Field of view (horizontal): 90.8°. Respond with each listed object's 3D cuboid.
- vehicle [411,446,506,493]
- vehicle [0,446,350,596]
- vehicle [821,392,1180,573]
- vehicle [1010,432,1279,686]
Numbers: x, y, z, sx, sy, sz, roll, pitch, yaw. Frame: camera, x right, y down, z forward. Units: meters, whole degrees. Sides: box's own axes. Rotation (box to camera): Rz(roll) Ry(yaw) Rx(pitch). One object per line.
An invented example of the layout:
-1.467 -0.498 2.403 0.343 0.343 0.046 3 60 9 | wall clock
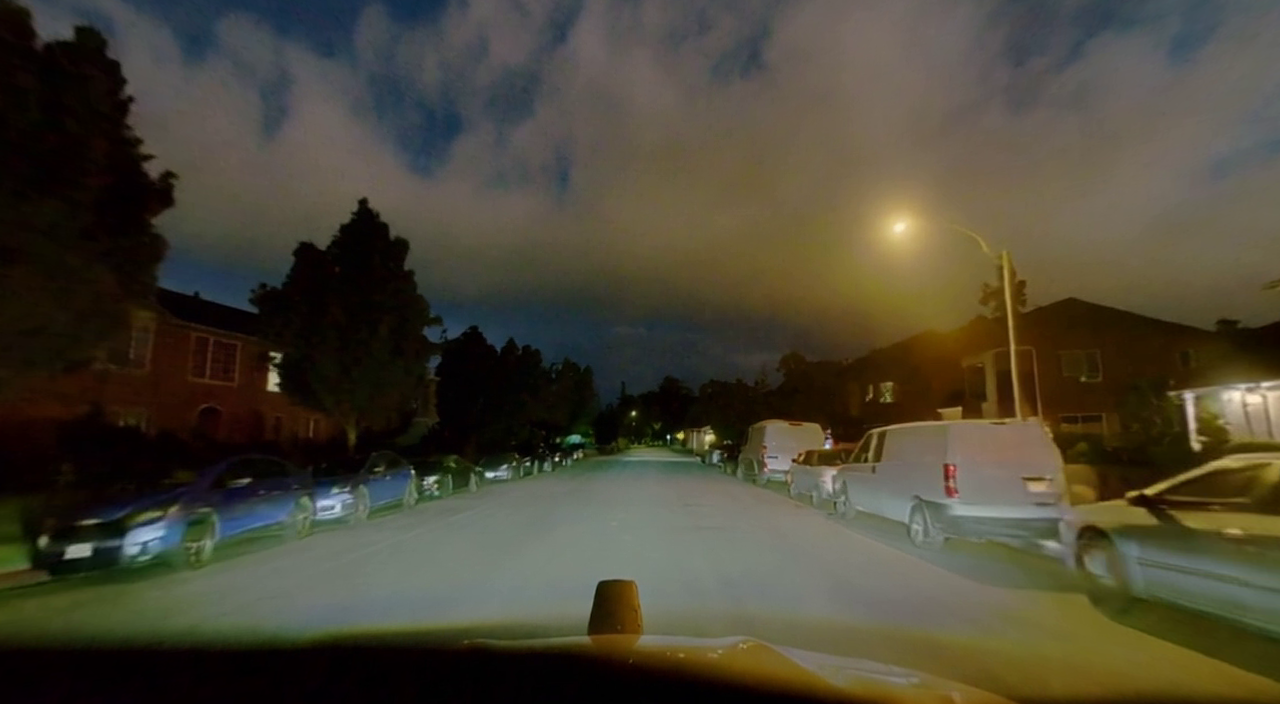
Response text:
-6.336 4.143 22.748 1.869 1.467 4.921 -1 -8 1 | vehicle
-6.292 2.152 9.105 1.840 1.476 4.739 -2 -8 2 | vehicle
4.588 1.781 9.481 2.072 1.883 5.576 0 -8 0 | vehicle
4.570 1.222 3.875 1.811 1.439 4.521 0 -8 -1 | vehicle
